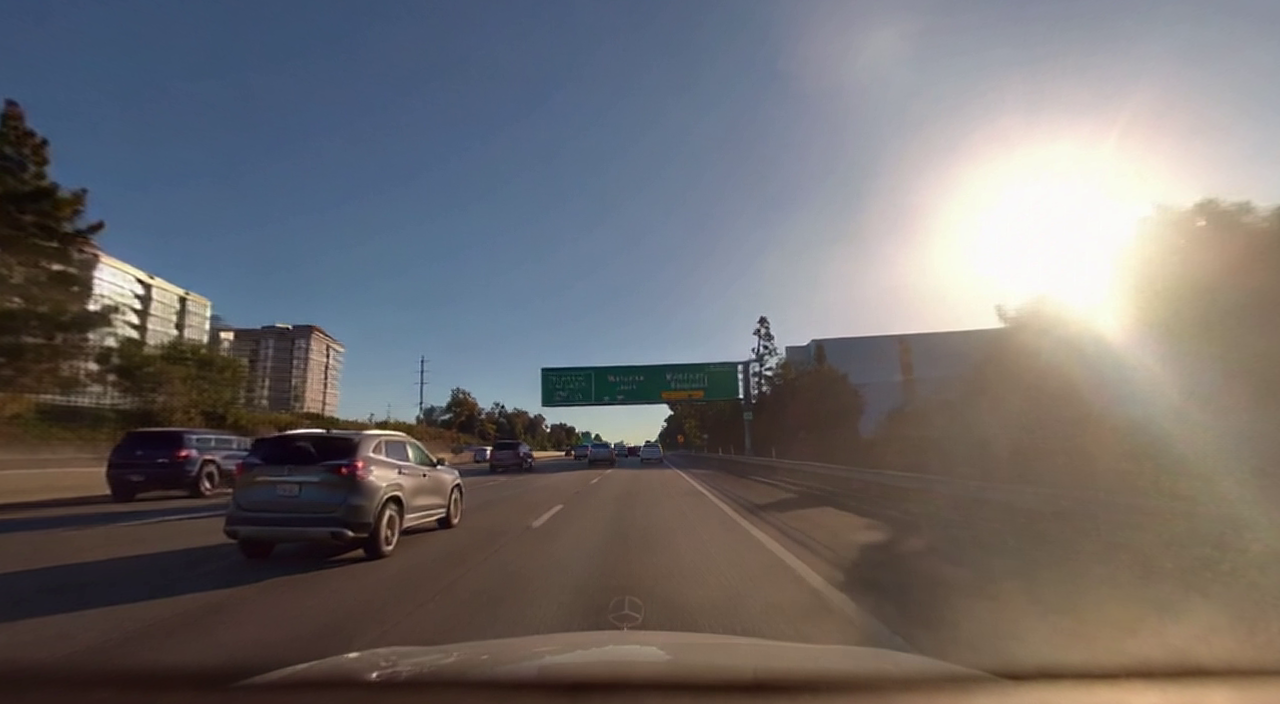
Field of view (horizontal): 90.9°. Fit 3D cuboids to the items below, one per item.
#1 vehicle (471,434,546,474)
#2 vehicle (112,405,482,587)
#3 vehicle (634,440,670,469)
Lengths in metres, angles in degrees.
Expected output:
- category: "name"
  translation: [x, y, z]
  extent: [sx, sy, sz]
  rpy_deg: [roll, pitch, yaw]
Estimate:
- category: "vehicle"
  translation: [-6.766, 5.359, 33.323]
  extent: [2.521, 1.901, 5.988]
  rpy_deg: [0, -8, 2]
- category: "vehicle"
  translation: [-3.884, 1.727, 8.497]
  extent: [2.136, 1.718, 4.873]
  rpy_deg: [0, -8, 2]
- category: "vehicle"
  translation: [0.700, 6.347, 39.247]
  extent: [2.135, 1.697, 4.757]
  rpy_deg: [0, -8, 0]
